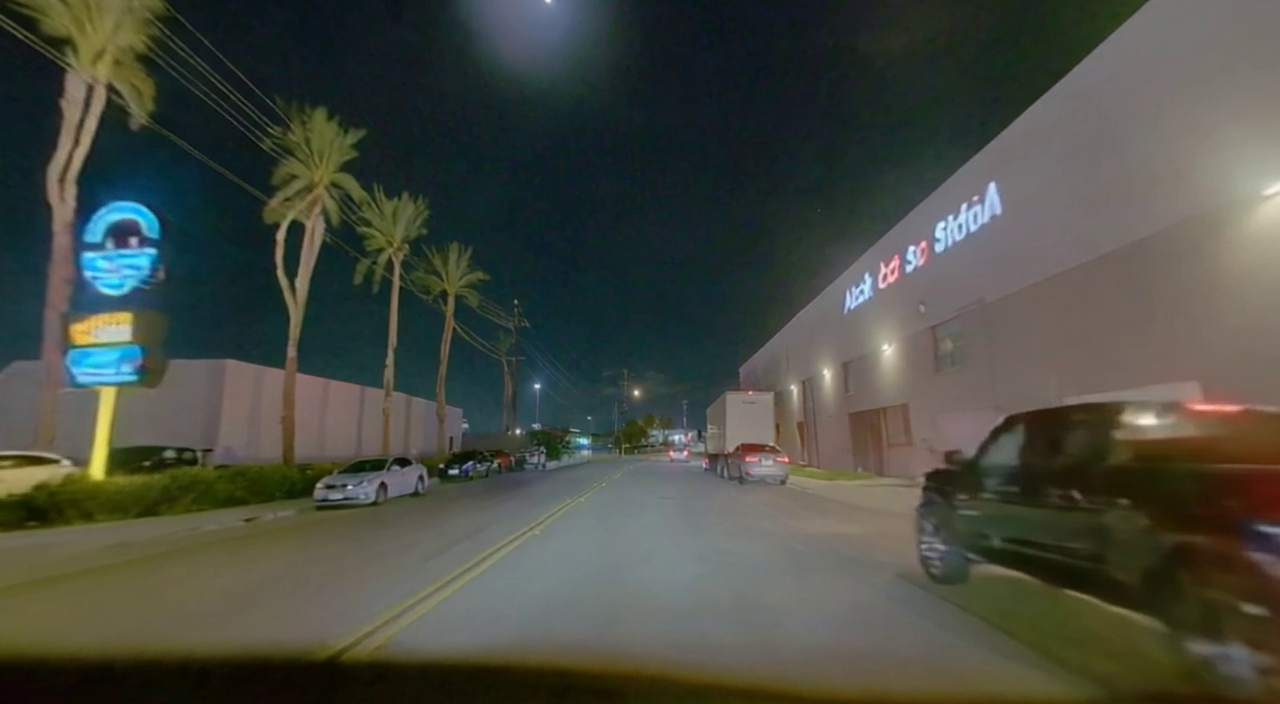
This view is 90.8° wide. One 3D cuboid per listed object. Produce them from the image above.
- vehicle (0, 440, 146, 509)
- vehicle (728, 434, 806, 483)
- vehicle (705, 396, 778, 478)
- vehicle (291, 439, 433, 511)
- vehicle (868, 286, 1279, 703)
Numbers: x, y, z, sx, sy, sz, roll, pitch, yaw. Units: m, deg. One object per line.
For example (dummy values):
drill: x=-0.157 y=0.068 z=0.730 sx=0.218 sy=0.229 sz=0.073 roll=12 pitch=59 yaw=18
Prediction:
vehicle: x=-15.381 y=3.002 z=15.623 sx=1.935 sy=1.550 sz=4.951 roll=-3 pitch=-9 yaw=7
vehicle: x=4.923 y=4.220 z=25.316 sx=2.141 sy=1.739 sz=5.130 roll=0 pitch=-9 yaw=1
vehicle: x=5.099 y=4.582 z=33.615 sx=2.933 sy=3.697 sz=10.065 roll=-1 pitch=-9 yaw=4
vehicle: x=-7.409 y=3.267 z=17.397 sx=1.936 sy=1.632 sz=4.145 roll=-3 pitch=-8 yaw=2
vehicle: x=3.963 y=1.035 z=4.705 sx=2.400 sy=1.985 sz=6.155 roll=0 pitch=-9 yaw=2
